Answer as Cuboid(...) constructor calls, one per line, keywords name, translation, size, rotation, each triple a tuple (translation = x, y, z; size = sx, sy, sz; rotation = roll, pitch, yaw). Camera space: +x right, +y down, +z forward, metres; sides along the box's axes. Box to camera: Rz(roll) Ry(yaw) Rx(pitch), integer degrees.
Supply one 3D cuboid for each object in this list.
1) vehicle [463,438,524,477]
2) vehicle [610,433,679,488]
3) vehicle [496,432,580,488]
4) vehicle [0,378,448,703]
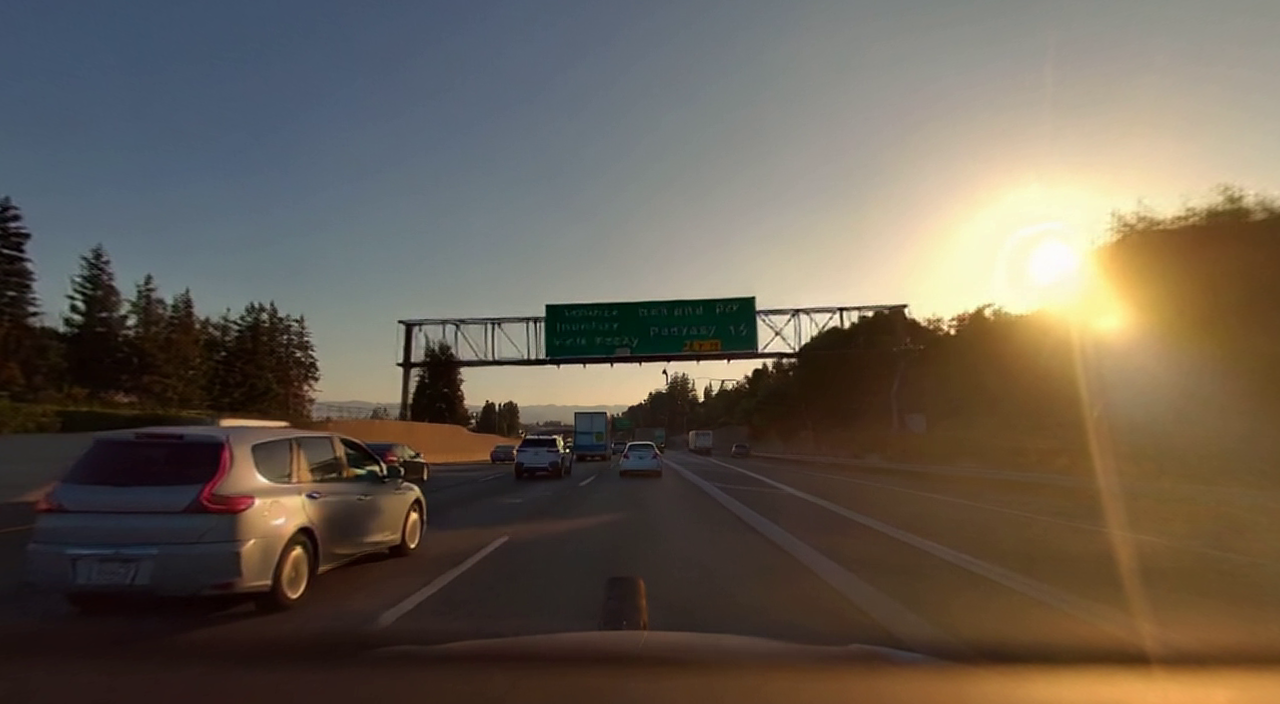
Cuboid(name="vehicle", translation=(-7.111, 5.129, 31.009), size=(1.998, 1.770, 4.222), rotation=(0, -8, 0))
Cuboid(name="vehicle", translation=(0.163, 3.741, 22.048), size=(2.180, 1.716, 3.920), rotation=(0, -8, 1))
Cuboid(name="vehicle", translation=(-3.495, 3.794, 22.521), size=(2.125, 1.792, 4.466), rotation=(0, -8, 2))
Cuboid(name="vehicle", translation=(-3.485, 1.305, 5.493), size=(2.209, 1.711, 4.296), rotation=(0, -8, 1))
